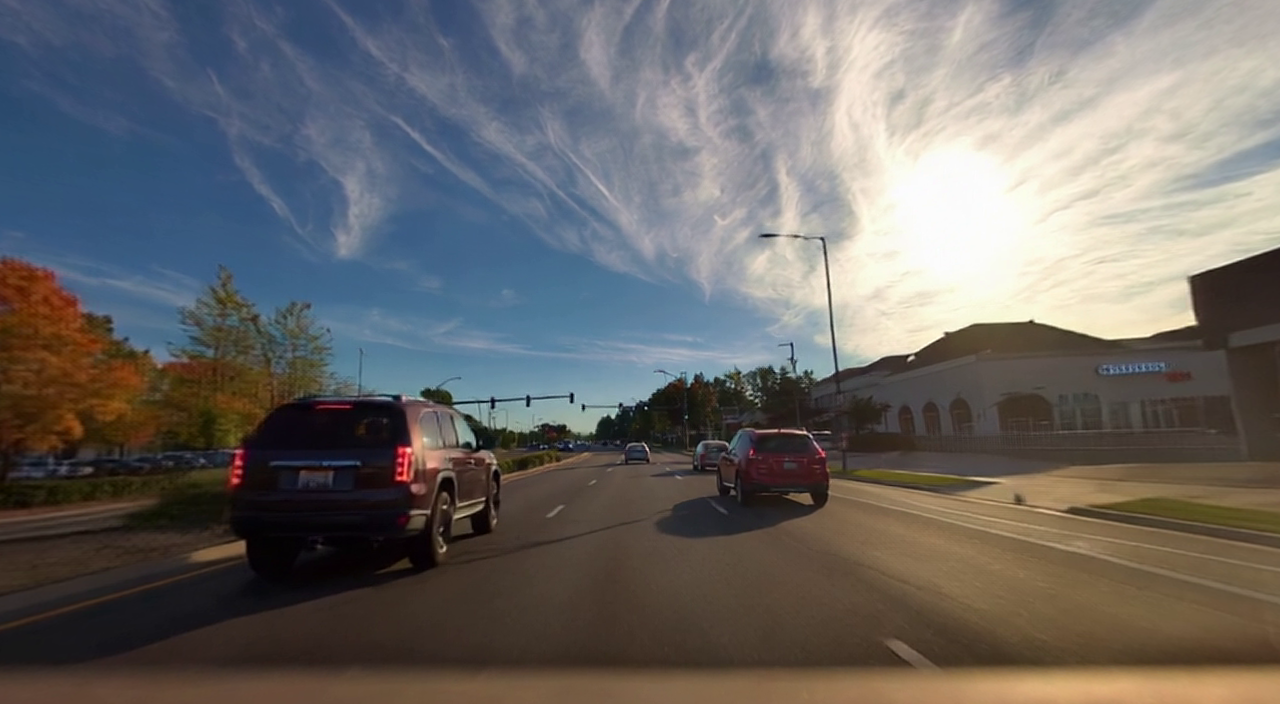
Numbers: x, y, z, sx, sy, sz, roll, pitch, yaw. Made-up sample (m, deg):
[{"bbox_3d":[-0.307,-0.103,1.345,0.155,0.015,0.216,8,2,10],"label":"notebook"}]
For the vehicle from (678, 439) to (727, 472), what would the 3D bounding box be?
[{"bbox_3d":[2.975,5.031,30.835,1.842,1.480,4.155,0,-9,-2],"label":"vehicle"}]

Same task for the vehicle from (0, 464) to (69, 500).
[{"bbox_3d":[-28.523,5.831,28.167,4.175,1.458,1.981,-3,-9,1],"label":"vehicle"}]

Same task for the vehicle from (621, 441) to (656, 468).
[{"bbox_3d":[-0.146,6.116,37.857,2.008,1.464,4.052,0,-9,-1],"label":"vehicle"}]

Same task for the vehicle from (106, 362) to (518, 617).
[{"bbox_3d":[-3.146,1.495,7.826,2.368,2.037,5.319,0,-9,-2],"label":"vehicle"}]

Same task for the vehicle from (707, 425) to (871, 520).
[{"bbox_3d":[2.794,2.424,13.220,2.174,1.596,4.779,0,-9,-1],"label":"vehicle"}]
